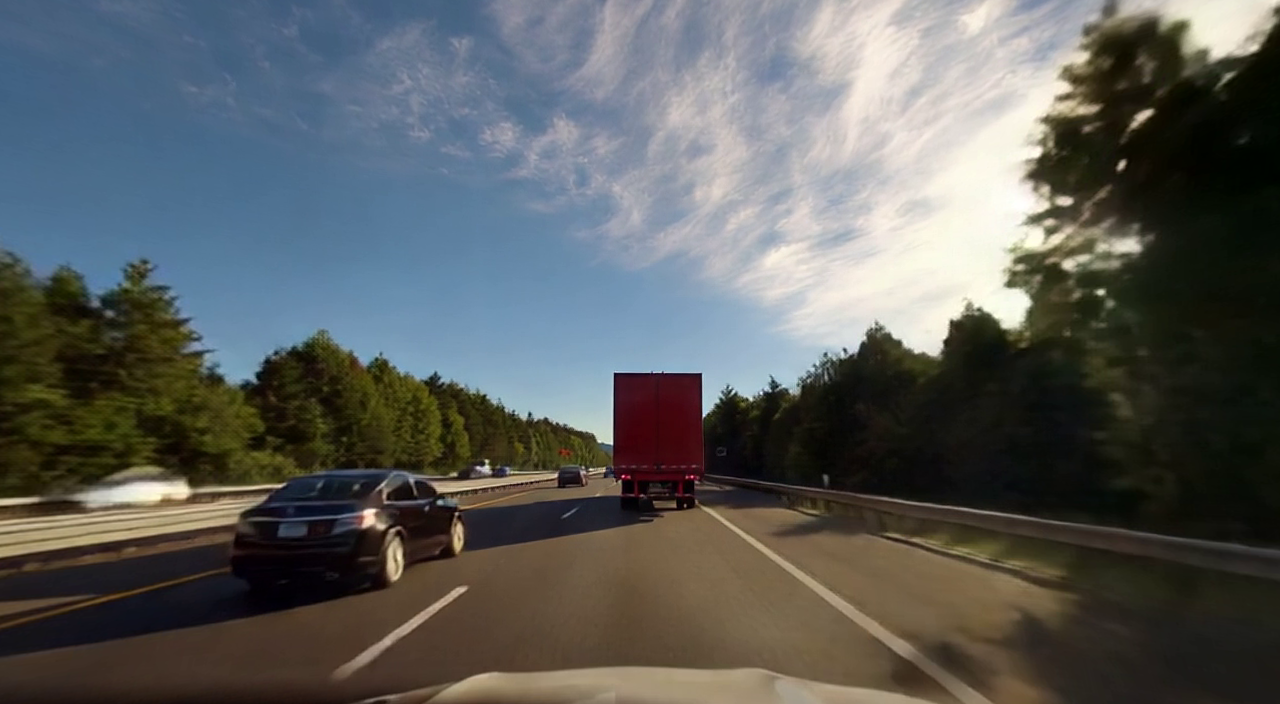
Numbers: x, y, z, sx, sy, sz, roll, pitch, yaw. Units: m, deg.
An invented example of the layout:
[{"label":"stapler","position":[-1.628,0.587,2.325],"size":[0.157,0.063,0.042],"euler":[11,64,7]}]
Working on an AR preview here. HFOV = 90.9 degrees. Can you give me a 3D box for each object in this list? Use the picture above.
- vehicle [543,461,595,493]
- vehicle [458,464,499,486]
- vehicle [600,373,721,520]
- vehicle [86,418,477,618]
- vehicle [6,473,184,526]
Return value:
[{"label":"vehicle","position":[-3.561,6.422,32.548],"size":[2.079,1.506,4.821],"euler":[0,-10,1]},{"label":"vehicle","position":[-12.508,9.578,49.186],"size":[1.980,1.532,4.448],"euler":[1,-10,0]},{"label":"vehicle","position":[0.527,3.217,20.684],"size":[3.008,3.678,9.512],"euler":[1,-10,0]},{"label":"vehicle","position":[-3.697,1.848,7.789],"size":[2.076,1.691,4.555],"euler":[1,-10,0]},{"label":"vehicle","position":[-16.468,4.442,19.373],"size":[1.737,1.393,4.108],"euler":[0,-10,1]}]
